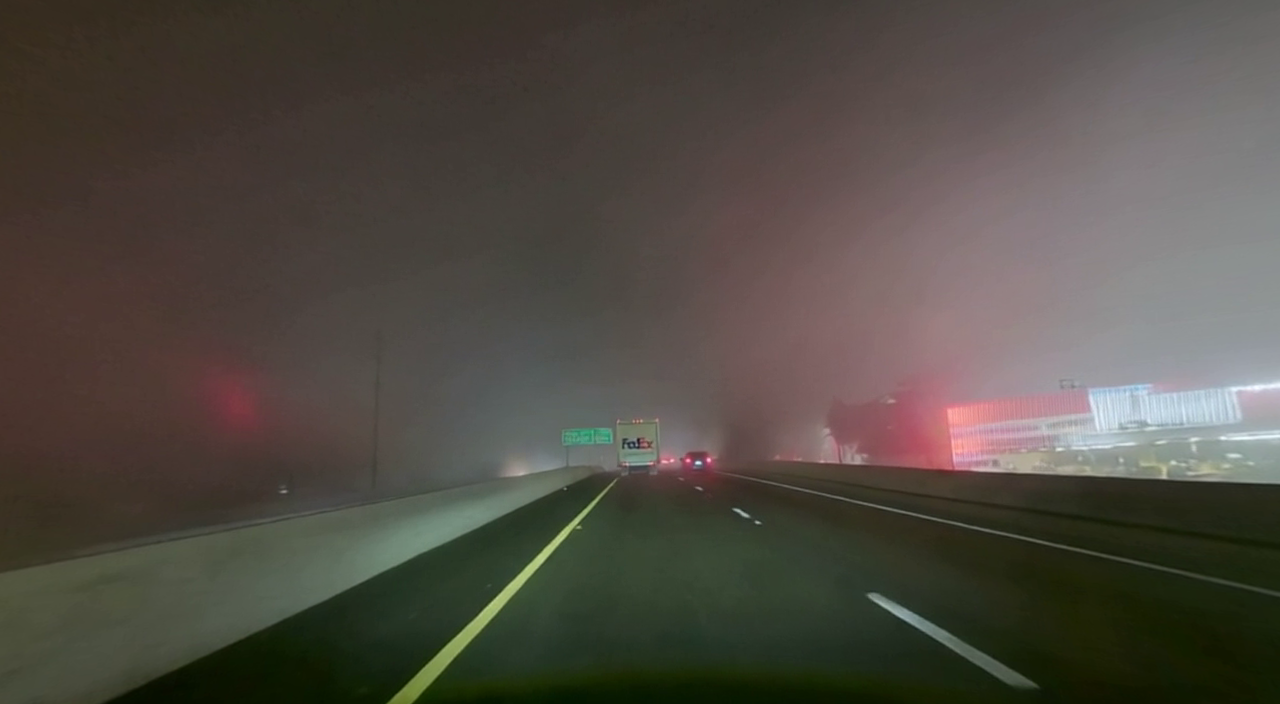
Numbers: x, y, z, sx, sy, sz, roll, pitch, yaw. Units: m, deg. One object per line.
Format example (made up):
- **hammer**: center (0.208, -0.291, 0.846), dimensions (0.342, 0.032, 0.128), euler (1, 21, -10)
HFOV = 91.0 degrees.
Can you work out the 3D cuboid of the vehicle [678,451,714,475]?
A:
- **vehicle**: center (3.802, 7.659, 43.601), dimensions (1.966, 1.558, 4.238), euler (0, -9, -2)
